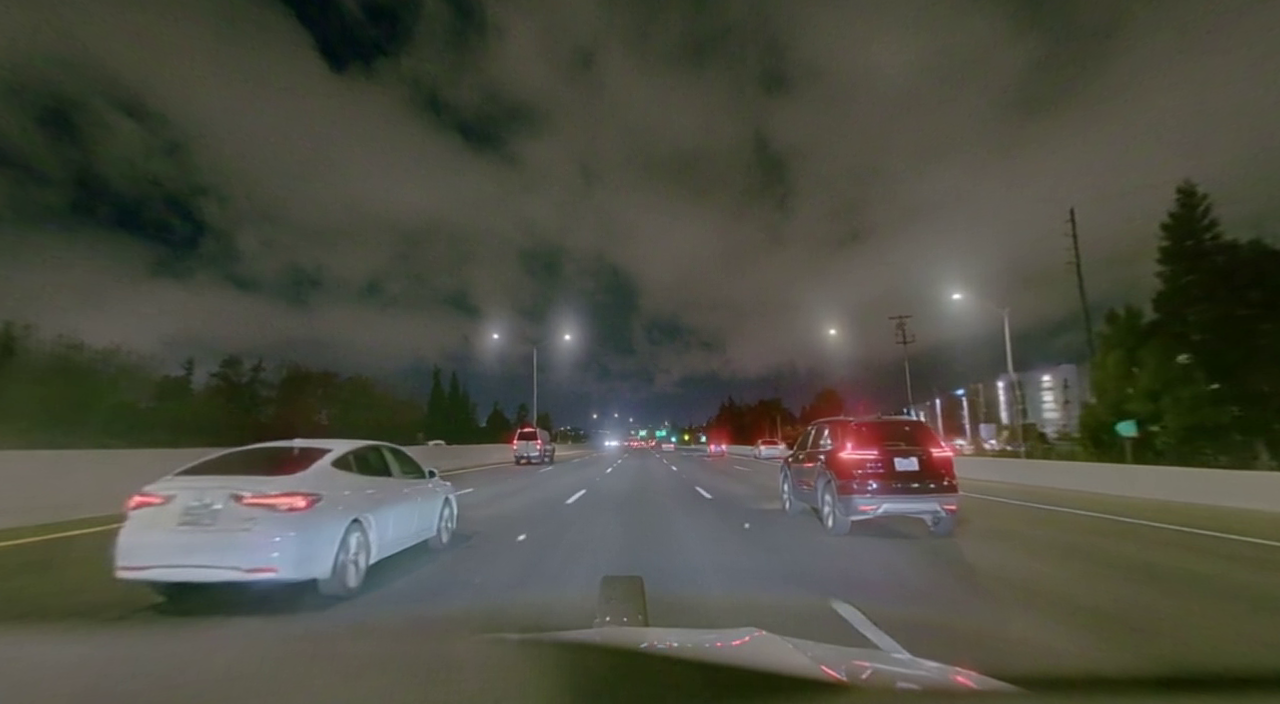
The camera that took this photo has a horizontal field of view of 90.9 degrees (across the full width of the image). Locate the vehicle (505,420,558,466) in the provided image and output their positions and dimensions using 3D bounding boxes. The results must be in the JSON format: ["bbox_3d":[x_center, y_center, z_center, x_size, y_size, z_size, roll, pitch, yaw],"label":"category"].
[{"bbox_3d":[-6.961,5.977,41.312,2.362,2.778,6.630,0,-8,0],"label":"vehicle"}]

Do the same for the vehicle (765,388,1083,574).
[{"bbox_3d":[3.359,1.657,8.849,2.148,1.852,4.835,0,-8,0],"label":"vehicle"}]

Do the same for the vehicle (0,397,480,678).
[{"bbox_3d":[-3.197,1.381,5.921,2.080,1.542,4.718,0,-8,1],"label":"vehicle"}]
